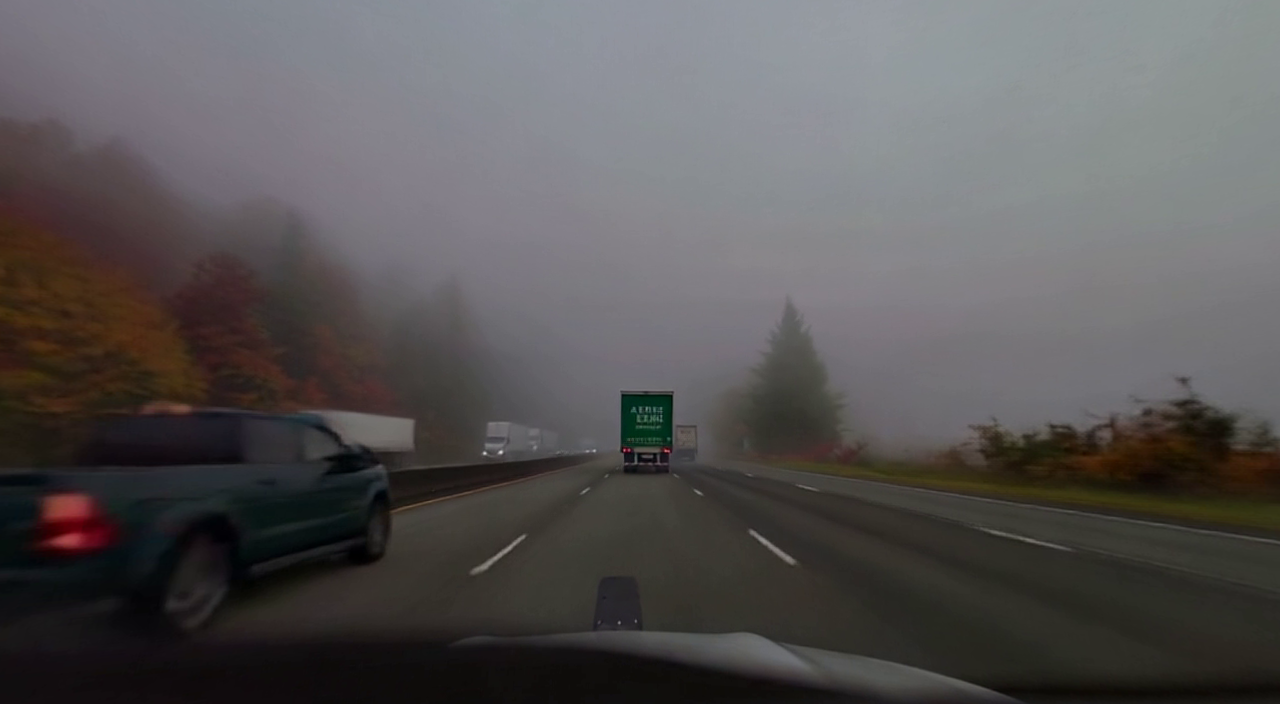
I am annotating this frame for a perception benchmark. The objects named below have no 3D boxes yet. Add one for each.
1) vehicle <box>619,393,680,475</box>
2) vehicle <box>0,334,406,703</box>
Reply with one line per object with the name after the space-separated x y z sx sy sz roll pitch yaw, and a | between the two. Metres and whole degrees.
0.465 4.892 36.679 3.057 4.073 10.792 0 -9 0 | vehicle
-3.734 1.117 4.782 2.097 1.711 4.594 0 -9 0 | vehicle
